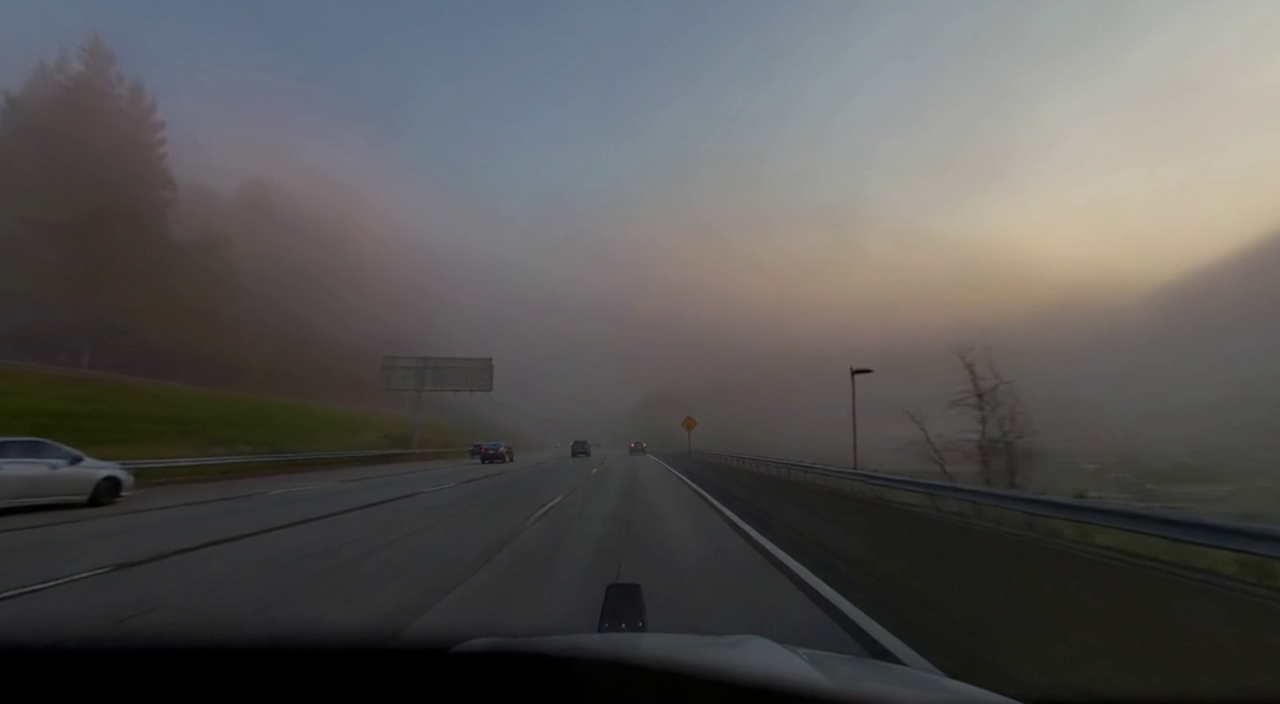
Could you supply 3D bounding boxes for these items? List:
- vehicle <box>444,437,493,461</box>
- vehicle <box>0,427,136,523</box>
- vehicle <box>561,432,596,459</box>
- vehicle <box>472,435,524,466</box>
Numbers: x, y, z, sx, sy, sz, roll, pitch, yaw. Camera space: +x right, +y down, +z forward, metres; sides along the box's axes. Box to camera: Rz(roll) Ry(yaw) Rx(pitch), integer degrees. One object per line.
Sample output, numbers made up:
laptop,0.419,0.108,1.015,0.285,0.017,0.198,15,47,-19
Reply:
vehicle,-11.797,6.725,43.533,2.100,1.537,5.092,0,-8,-1
vehicle,-11.120,1.959,10.036,2.056,1.489,4.852,0,-8,0
vehicle,-4.351,6.756,45.269,2.138,1.833,4.622,0,-8,-1
vehicle,-8.072,5.626,36.163,2.015,1.651,4.432,0,-8,-1
